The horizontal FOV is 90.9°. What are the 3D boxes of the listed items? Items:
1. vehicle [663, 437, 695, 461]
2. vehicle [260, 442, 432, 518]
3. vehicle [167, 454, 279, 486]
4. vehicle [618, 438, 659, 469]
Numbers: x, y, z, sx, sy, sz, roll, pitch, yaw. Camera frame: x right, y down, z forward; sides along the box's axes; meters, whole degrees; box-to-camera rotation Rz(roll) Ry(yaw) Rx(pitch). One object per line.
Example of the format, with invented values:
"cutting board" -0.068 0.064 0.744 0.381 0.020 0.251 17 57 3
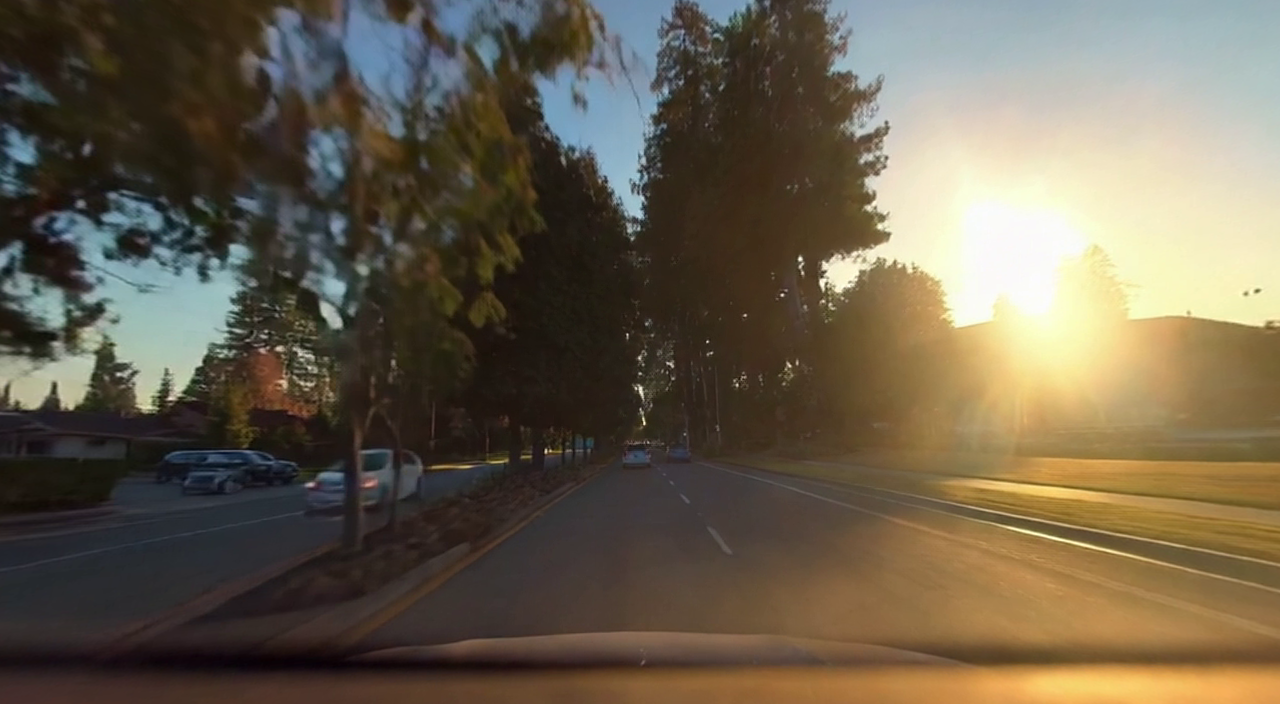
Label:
"vehicle" 3.023 7.650 49.600 2.189 1.766 4.495 0 -8 0
"vehicle" -6.699 2.937 15.023 2.020 1.512 4.296 0 -8 0
"vehicle" -22.037 6.232 33.415 4.589 1.557 1.887 -1 -8 1
"vehicle" -0.126 5.599 34.869 2.109 1.612 3.963 0 -8 -1
